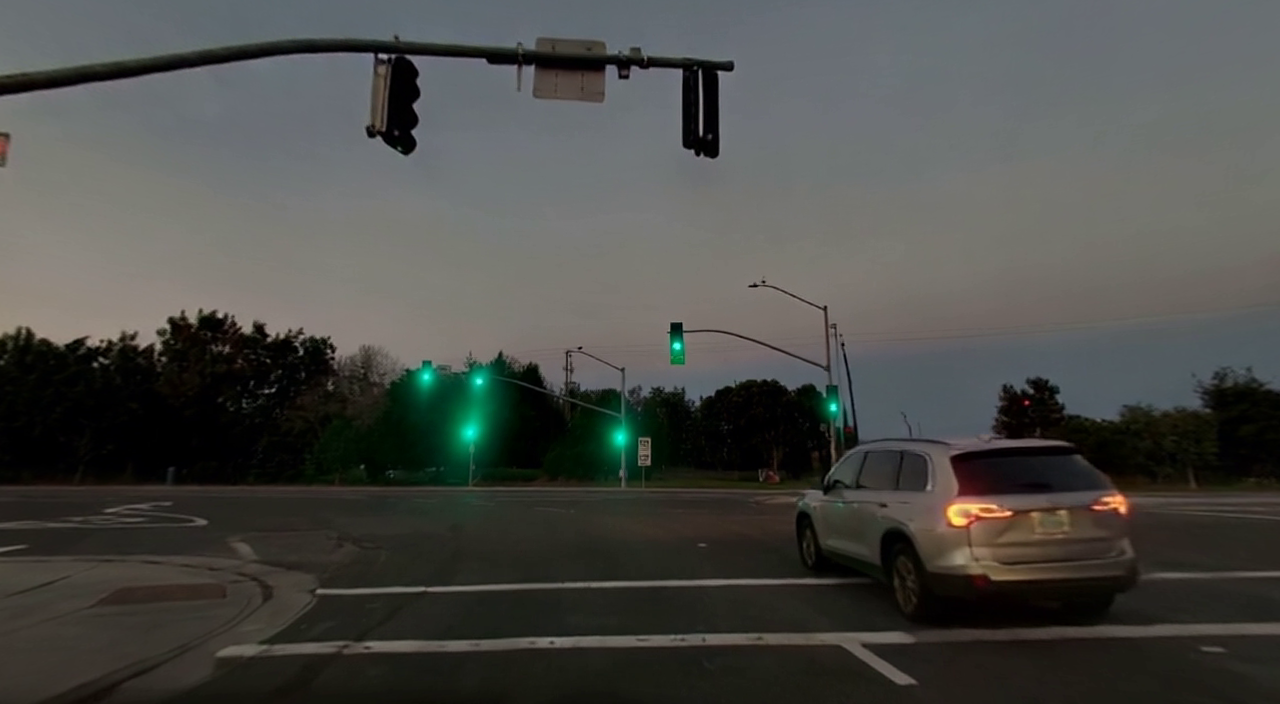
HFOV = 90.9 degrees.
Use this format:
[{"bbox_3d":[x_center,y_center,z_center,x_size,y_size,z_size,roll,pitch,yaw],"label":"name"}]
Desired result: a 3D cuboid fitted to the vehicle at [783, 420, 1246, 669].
[{"bbox_3d":[3.058,1.614,6.467,1.938,1.648,4.211,0,-8,-4],"label":"vehicle"}]
